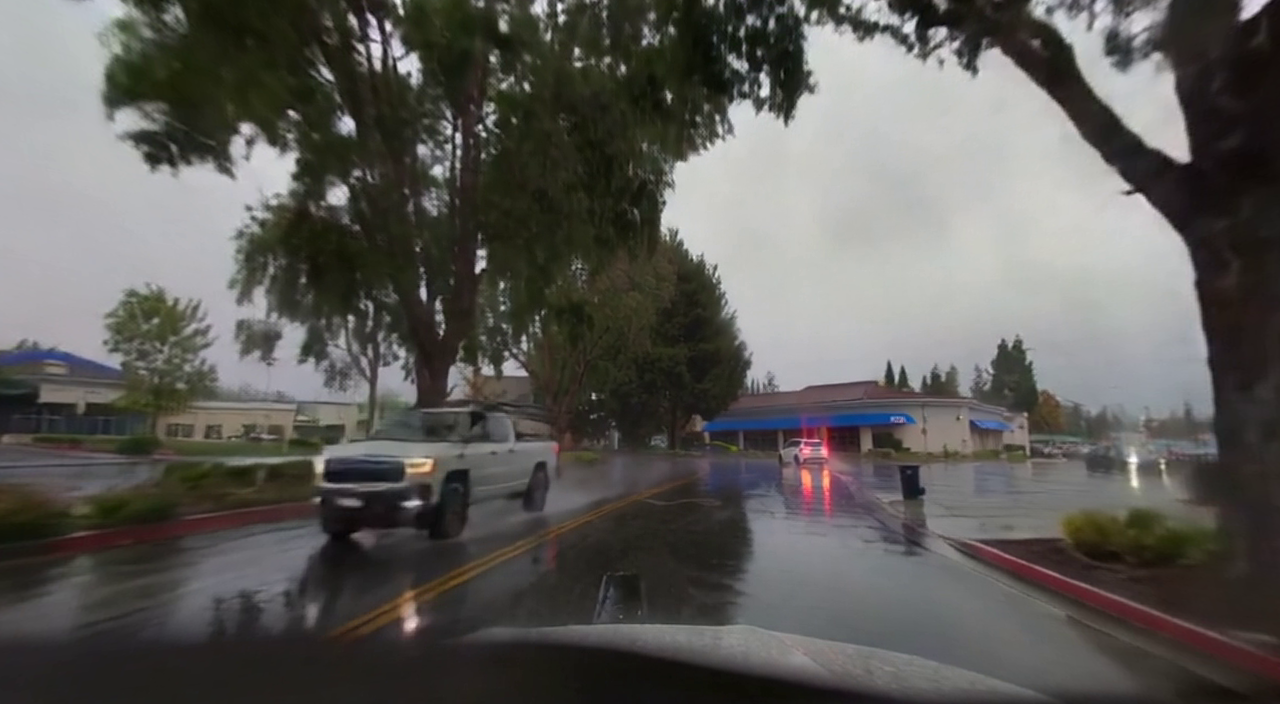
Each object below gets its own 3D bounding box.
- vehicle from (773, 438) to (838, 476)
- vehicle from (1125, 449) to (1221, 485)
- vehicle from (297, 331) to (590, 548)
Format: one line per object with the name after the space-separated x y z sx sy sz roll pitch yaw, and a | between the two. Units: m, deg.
8.399 5.370 32.532 2.292 1.767 5.128 -1 -9 4 | vehicle
26.716 5.691 31.634 4.545 1.640 1.866 4 -10 -27 | vehicle
-2.840 1.622 11.611 2.674 2.815 6.582 -1 -9 6 | vehicle
